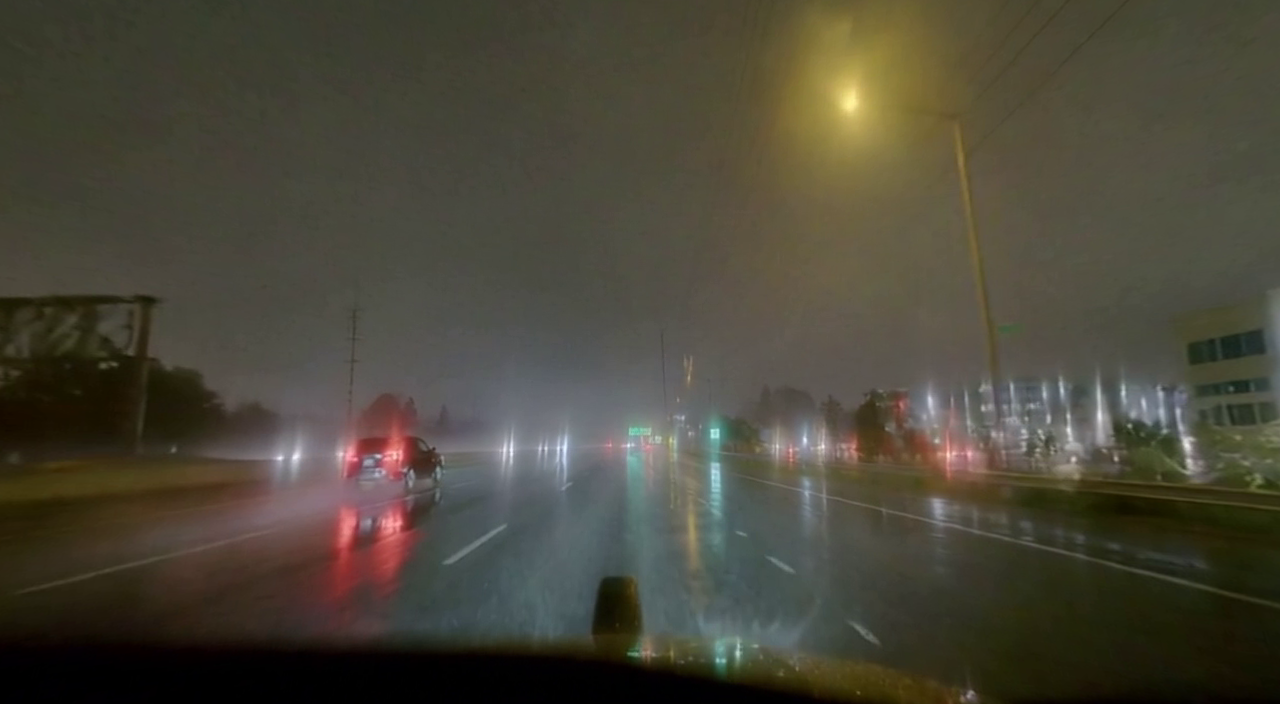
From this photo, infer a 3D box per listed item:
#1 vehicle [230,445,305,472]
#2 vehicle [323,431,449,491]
[{"bbox_3d":[-21.700,6.190,36.983,1.813,1.444,4.282,0,-8,0],"label":"vehicle"},{"bbox_3d":[-7.694,3.366,19.702,2.140,1.626,4.457,1,-9,-1],"label":"vehicle"}]
